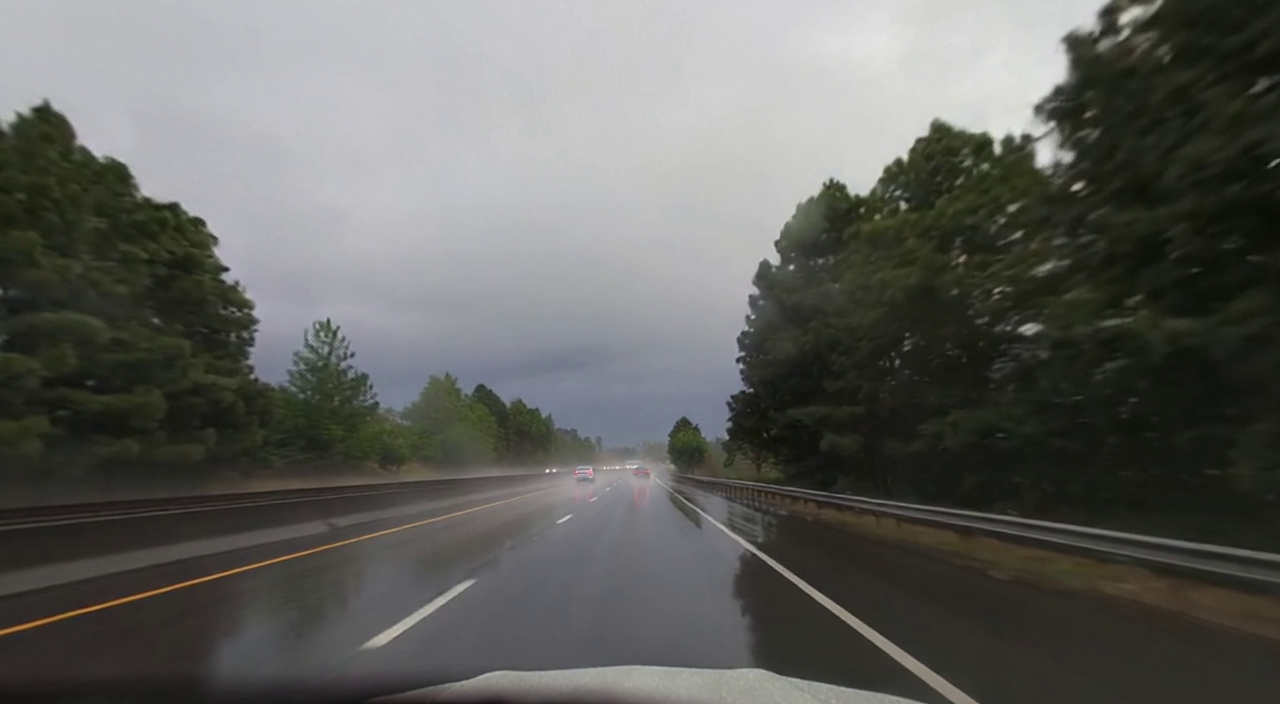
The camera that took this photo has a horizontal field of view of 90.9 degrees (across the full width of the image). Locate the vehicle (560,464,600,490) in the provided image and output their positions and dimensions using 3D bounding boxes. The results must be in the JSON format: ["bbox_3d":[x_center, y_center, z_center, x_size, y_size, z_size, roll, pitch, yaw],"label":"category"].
[{"bbox_3d":[-3.766,7.967,40.229,2.109,1.532,4.234,1,-11,0],"label":"vehicle"}]
